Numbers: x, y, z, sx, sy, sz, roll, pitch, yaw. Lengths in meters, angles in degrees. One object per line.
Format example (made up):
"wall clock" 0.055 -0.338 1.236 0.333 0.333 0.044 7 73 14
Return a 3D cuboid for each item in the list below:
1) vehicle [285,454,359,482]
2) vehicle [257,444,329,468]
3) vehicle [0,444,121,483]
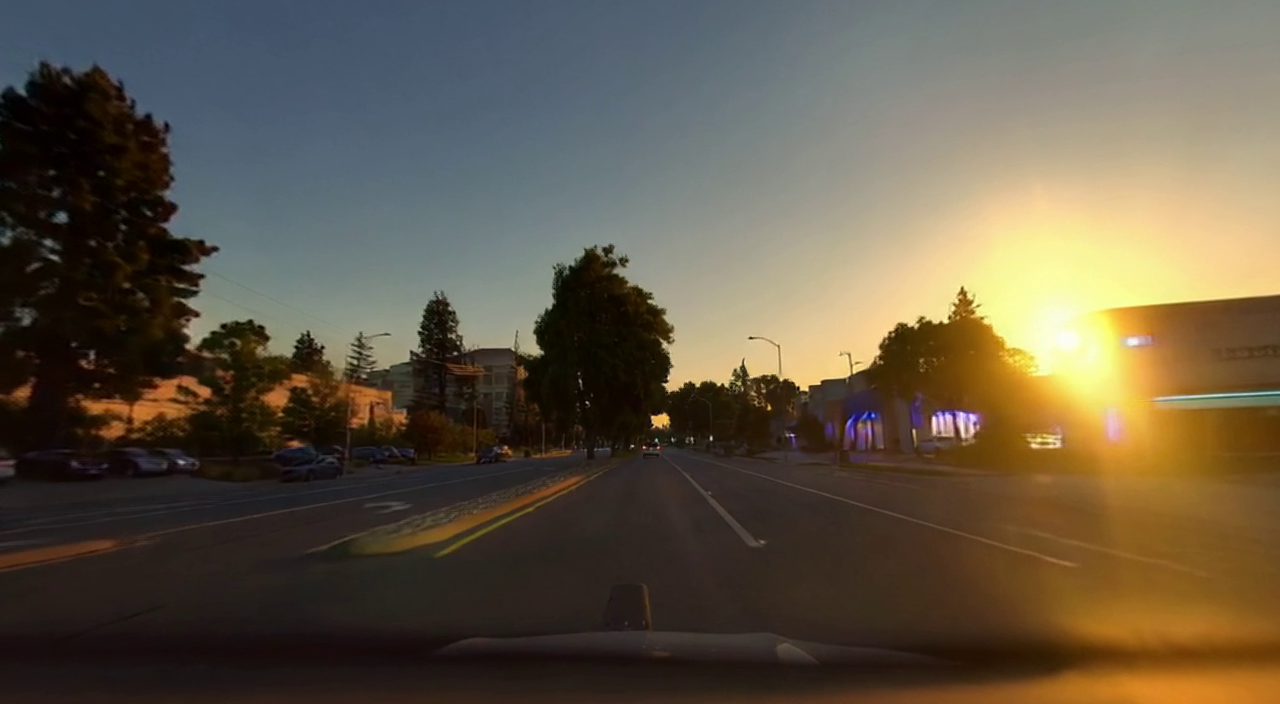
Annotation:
"vehicle" -18.637 6.777 37.250 1.815 1.453 4.870 0 -8 1
"vehicle" -25.959 7.801 47.261 4.190 1.729 1.957 0 -8 2
"vehicle" -26.905 5.110 29.017 4.106 1.698 2.072 0 -8 2
